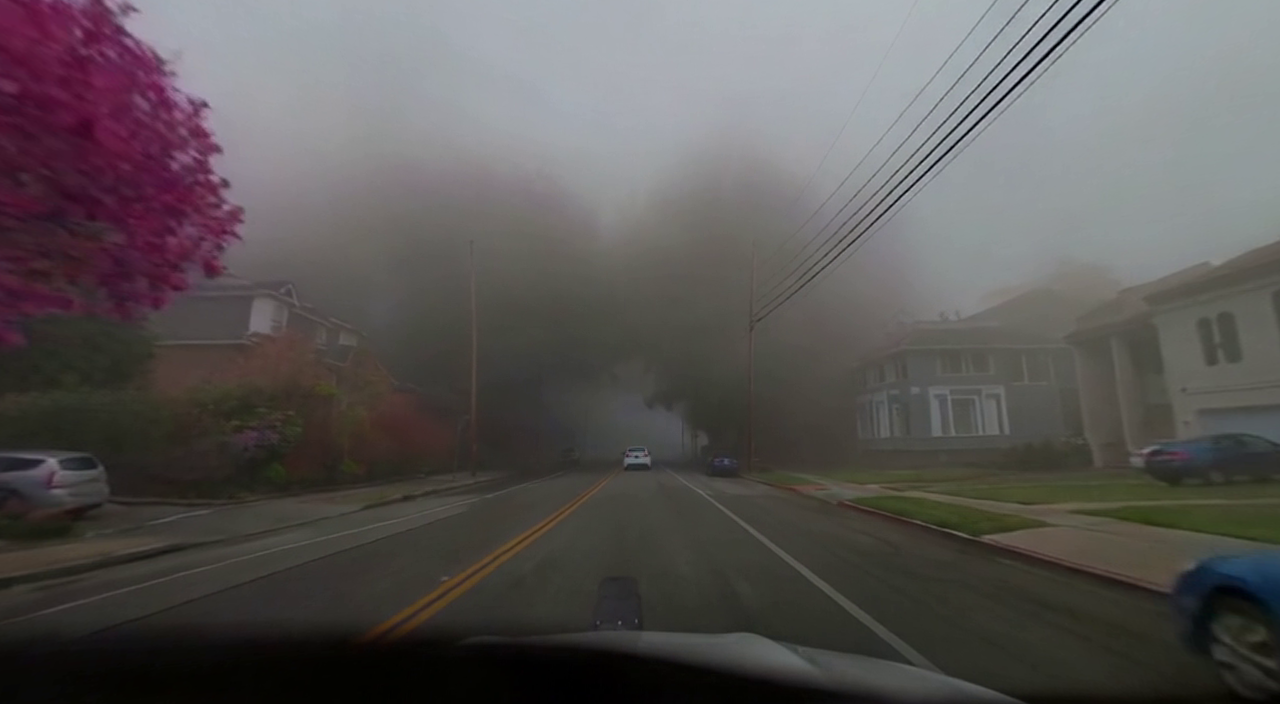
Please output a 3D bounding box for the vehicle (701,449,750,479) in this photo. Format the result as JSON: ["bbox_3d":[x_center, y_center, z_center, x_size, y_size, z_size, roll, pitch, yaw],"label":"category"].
[{"bbox_3d":[4.620,6.133,34.766,1.977,1.481,5.155,0,-9,0],"label":"vehicle"}]

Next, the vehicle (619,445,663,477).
[{"bbox_3d":[0.027,5.518,32.101,2.104,1.500,3.815,0,-9,0],"label":"vehicle"}]

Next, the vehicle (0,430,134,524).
[{"bbox_3d":[-15.636,2.952,14.329,6.278,1.911,2.173,-3,-10,0],"label":"vehicle"}]

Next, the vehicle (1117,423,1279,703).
[{"bbox_3d":[4.056,0.951,1.899,1.899,1.547,4.259,0,-9,1],"label":"vehicle"}]
